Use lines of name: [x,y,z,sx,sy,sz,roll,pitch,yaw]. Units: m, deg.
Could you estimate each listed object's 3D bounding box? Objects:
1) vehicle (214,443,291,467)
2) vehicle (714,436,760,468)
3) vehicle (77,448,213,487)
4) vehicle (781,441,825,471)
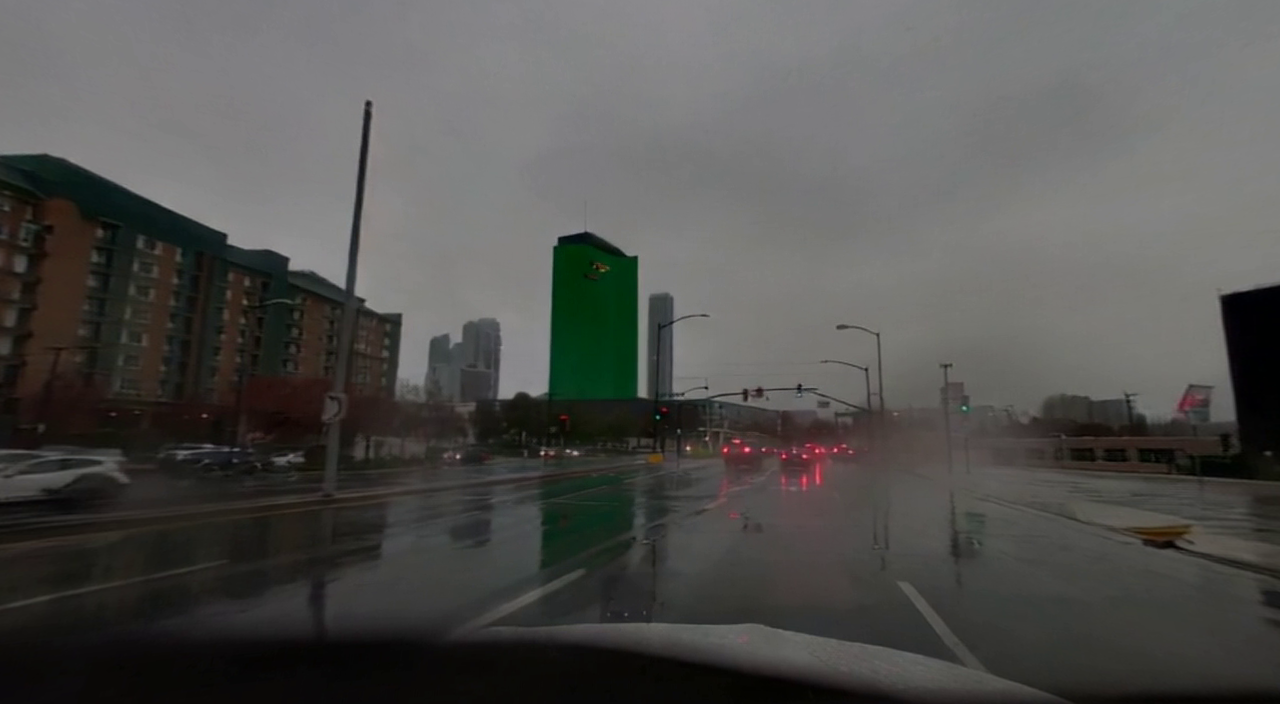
vehicle: [-26.118,6.898,42.511,4.431,1.510,1.947,-3,-9,20]
vehicle: [5.599,5.690,35.978,2.031,1.692,4.284,-2,-9,16]
vehicle: [-22.519,5.213,28.947,1.875,1.600,4.604,-2,-9,15]
vehicle: [8.610,5.473,33.328,2.041,1.444,4.710,-2,-9,14]
